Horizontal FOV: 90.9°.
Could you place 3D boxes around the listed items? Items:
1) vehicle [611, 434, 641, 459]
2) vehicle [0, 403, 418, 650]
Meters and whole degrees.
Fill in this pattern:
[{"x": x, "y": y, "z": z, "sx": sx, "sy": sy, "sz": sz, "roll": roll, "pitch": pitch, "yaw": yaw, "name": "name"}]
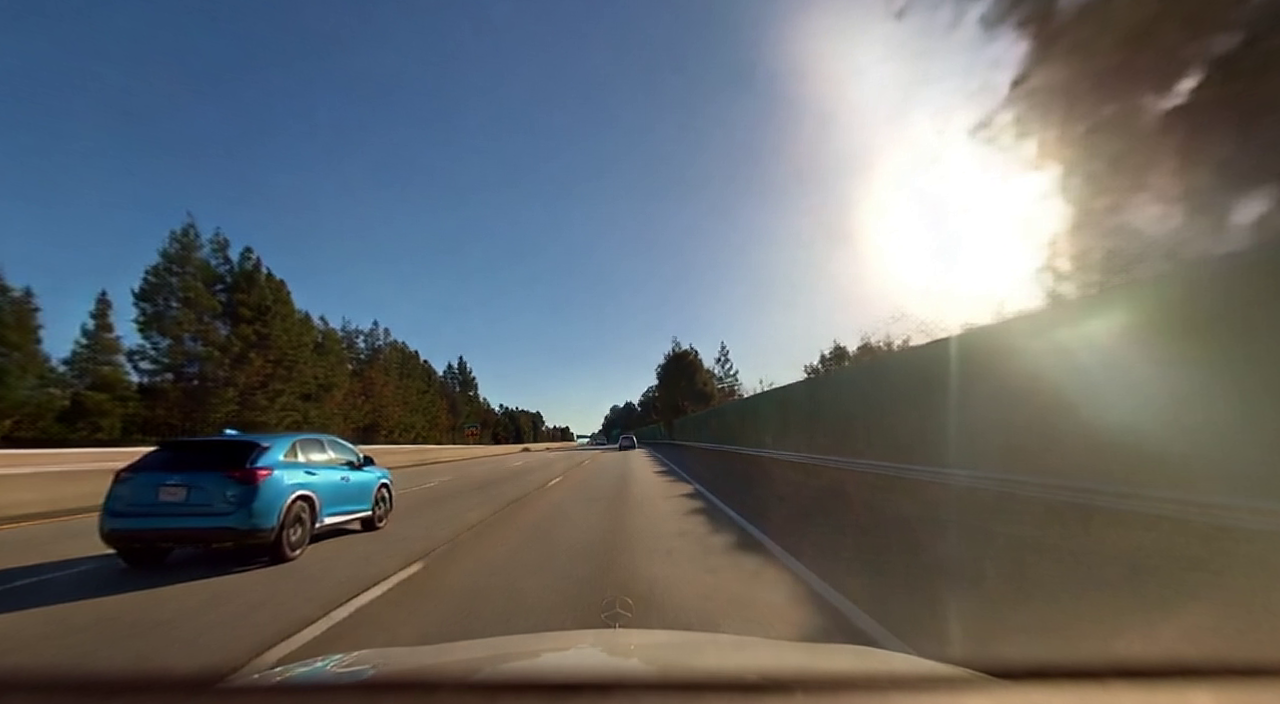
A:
[{"x": -0.887, "y": 5.982, "z": 40.092, "sx": 1.836, "sy": 1.450, "sz": 3.519, "roll": 0, "pitch": -8, "yaw": -1, "name": "vehicle"}, {"x": -4.158, "y": 1.409, "z": 6.404, "sx": 2.072, "sy": 1.545, "sz": 4.767, "roll": 0, "pitch": -8, "yaw": 0, "name": "vehicle"}]
